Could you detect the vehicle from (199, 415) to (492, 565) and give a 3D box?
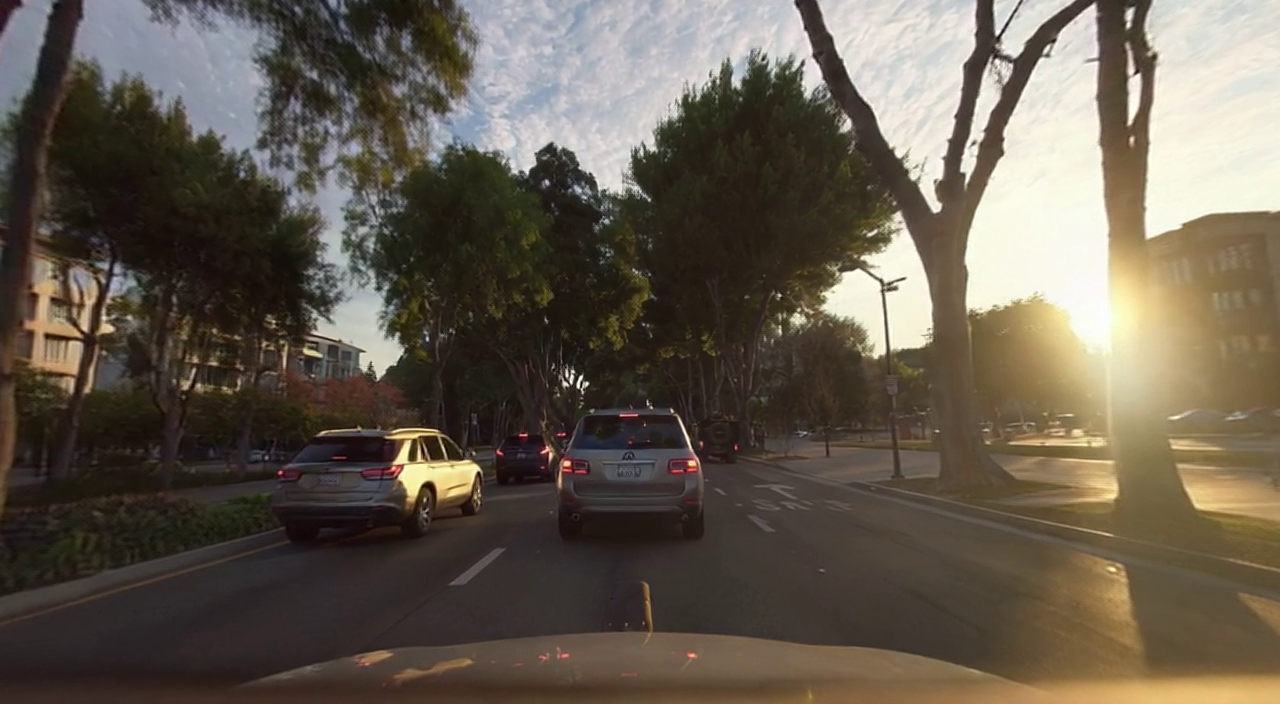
[{"bbox_3d":[-3.760,1.845,9.250,1.959,1.614,4.676,0,-8,1],"label":"vehicle"}]

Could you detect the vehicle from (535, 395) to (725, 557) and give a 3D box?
[{"bbox_3d":[-0.088,1.652,8.985,2.075,1.770,4.018,0,-8,1],"label":"vehicle"}]
